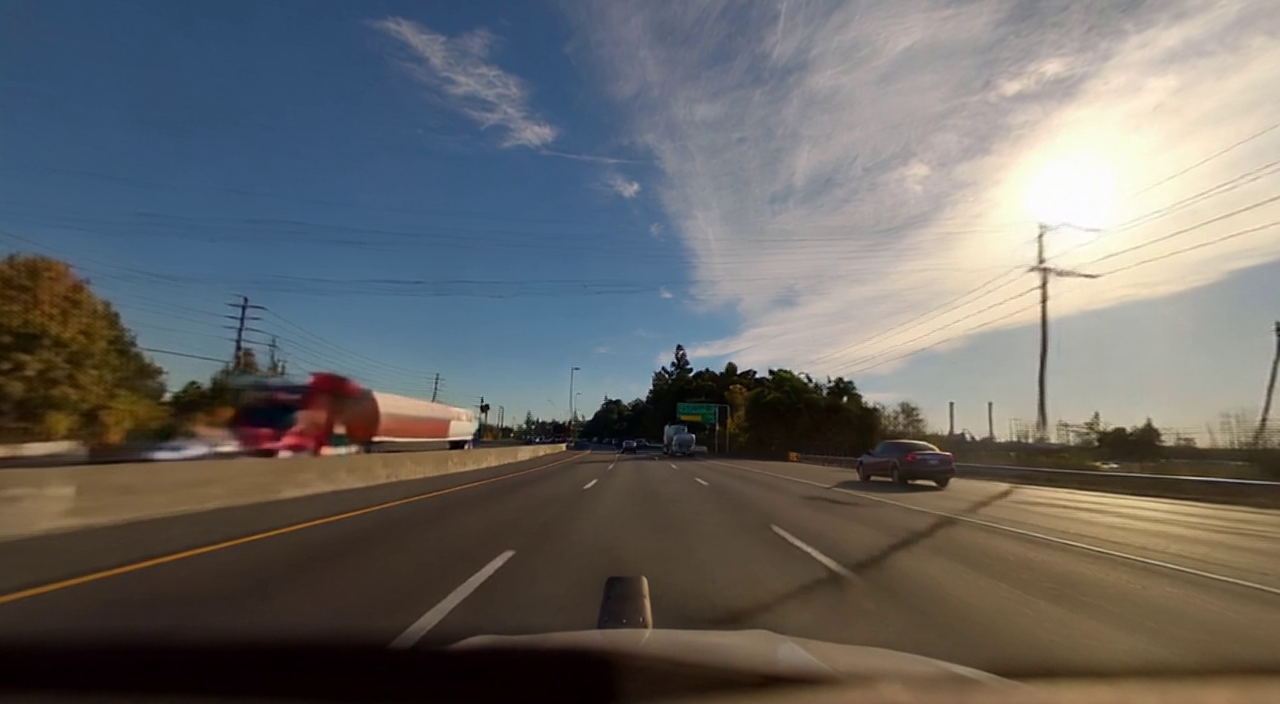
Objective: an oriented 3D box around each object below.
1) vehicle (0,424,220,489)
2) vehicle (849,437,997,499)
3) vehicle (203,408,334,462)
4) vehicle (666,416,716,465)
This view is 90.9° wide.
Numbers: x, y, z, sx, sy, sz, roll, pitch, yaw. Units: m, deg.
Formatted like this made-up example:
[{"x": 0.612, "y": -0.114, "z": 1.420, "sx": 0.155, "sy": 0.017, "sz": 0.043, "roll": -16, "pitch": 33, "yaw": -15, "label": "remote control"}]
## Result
[{"x": -13.815, "y": 2.738, "z": 16.832, "sx": 2.199, "sy": 1.484, "sz": 4.300, "roll": 0, "pitch": -8, "yaw": 0, "label": "vehicle"}, {"x": 7.544, "y": 3.113, "z": 17.447, "sx": 1.905, "sy": 1.480, "sz": 4.624, "roll": 0, "pitch": -8, "yaw": -1, "label": "vehicle"}, {"x": -17.571, "y": 4.027, "z": 30.357, "sx": 2.710, "sy": 2.301, "sz": 6.010, "roll": 0, "pitch": -8, "yaw": -1, "label": "vehicle"}, {"x": 3.526, "y": 6.388, "z": 45.360, "sx": 2.791, "sy": 3.179, "sz": 8.074, "roll": 0, "pitch": -8, "yaw": -1, "label": "vehicle"}]
